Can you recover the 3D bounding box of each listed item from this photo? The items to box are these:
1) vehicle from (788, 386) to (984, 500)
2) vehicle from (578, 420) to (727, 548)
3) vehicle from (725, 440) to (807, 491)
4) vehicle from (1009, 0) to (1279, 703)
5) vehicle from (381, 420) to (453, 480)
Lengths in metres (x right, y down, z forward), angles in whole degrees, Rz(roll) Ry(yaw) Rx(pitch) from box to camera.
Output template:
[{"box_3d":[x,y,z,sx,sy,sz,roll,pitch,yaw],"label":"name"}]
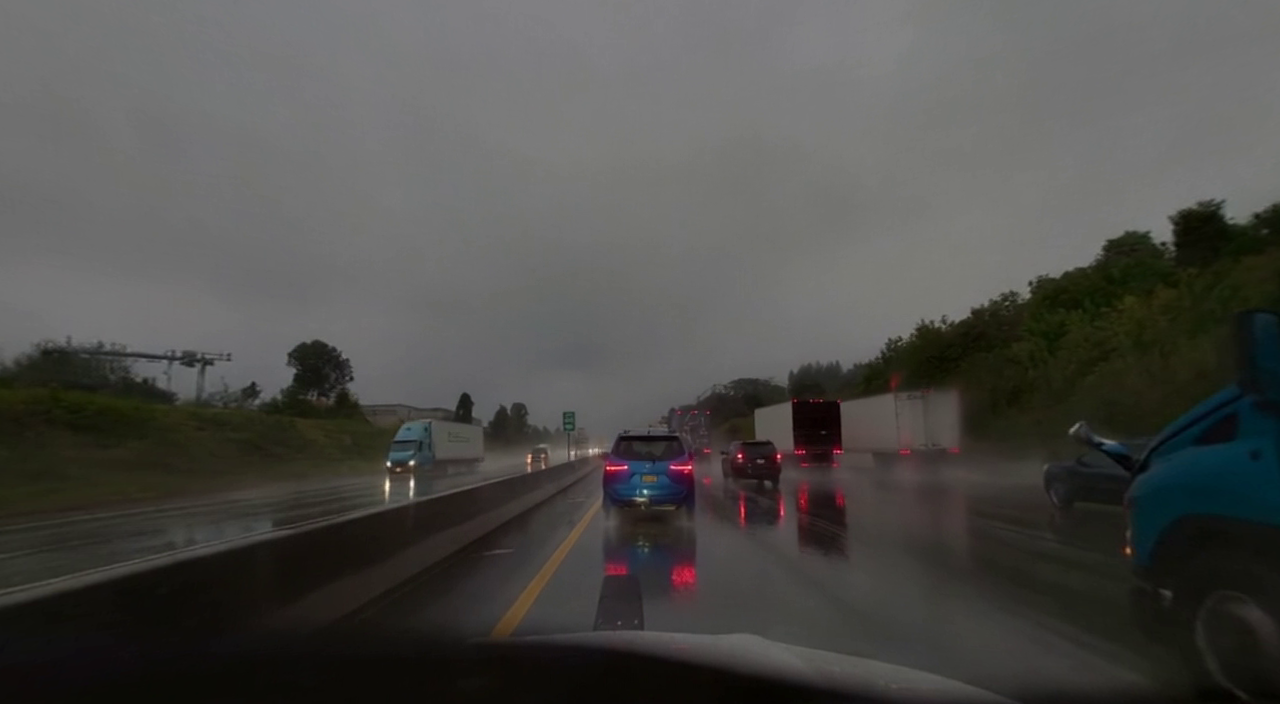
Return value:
[{"box_3d":[8.211,3.370,23.080,2.799,3.188,10.578,0,-9,-1],"label":"vehicle"},{"box_3d":[0.189,2.013,10.081,1.965,1.664,3.428,-1,-9,1],"label":"vehicle"},{"box_3d":[4.101,3.748,21.017,1.859,1.512,3.711,0,-9,-1],"label":"vehicle"},{"box_3d":[4.256,-0.218,1.448,2.987,3.877,5.881,0,-9,0],"label":"vehicle"},{"box_3d":[-15.999,7.064,45.440,3.025,3.994,5.884,0,-9,-1],"label":"vehicle"}]
